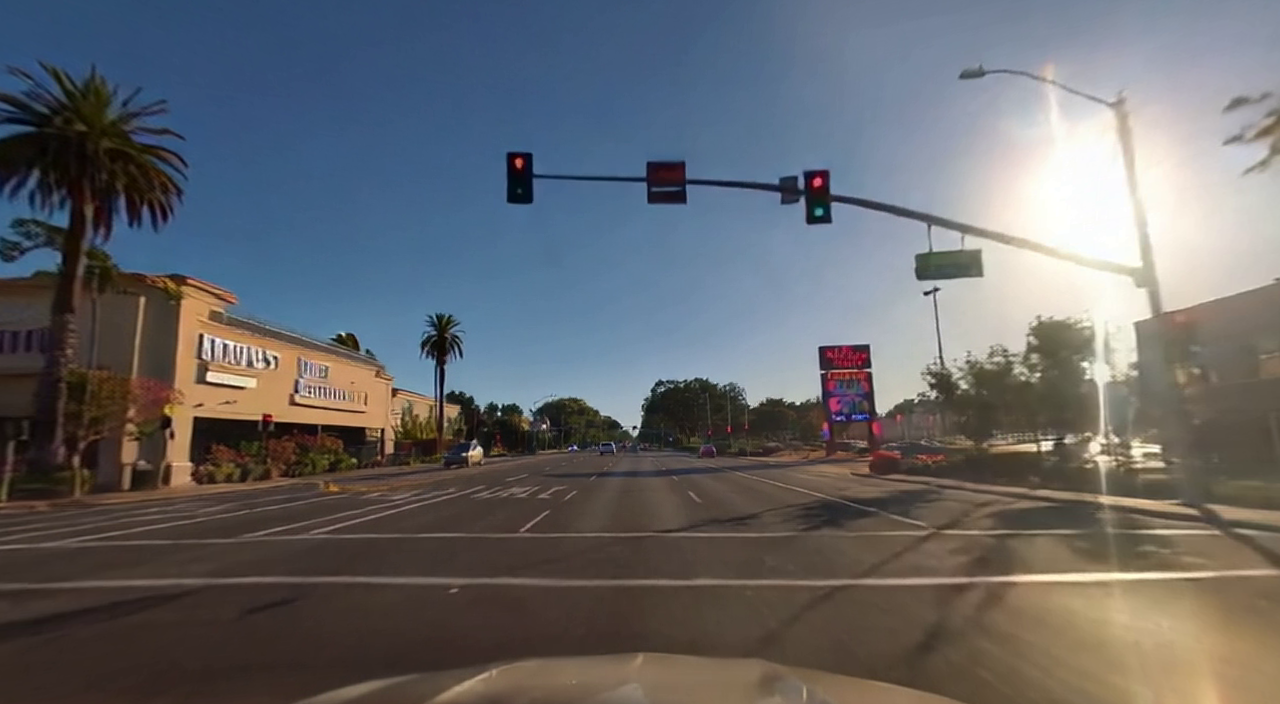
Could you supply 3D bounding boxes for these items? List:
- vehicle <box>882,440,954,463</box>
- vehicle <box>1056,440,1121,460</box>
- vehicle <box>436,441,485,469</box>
[{"bbox_3d":[21.621,7.712,49.192,4.620,1.475,1.904,-3,-9,-3],"label":"vehicle"},{"bbox_3d":[34.892,7.637,49.234,3.698,1.478,1.811,0,-8,-4],"label":"vehicle"},{"bbox_3d":[-13.382,7.704,47.489,2.237,1.950,5.039,0,-8,-1],"label":"vehicle"}]
